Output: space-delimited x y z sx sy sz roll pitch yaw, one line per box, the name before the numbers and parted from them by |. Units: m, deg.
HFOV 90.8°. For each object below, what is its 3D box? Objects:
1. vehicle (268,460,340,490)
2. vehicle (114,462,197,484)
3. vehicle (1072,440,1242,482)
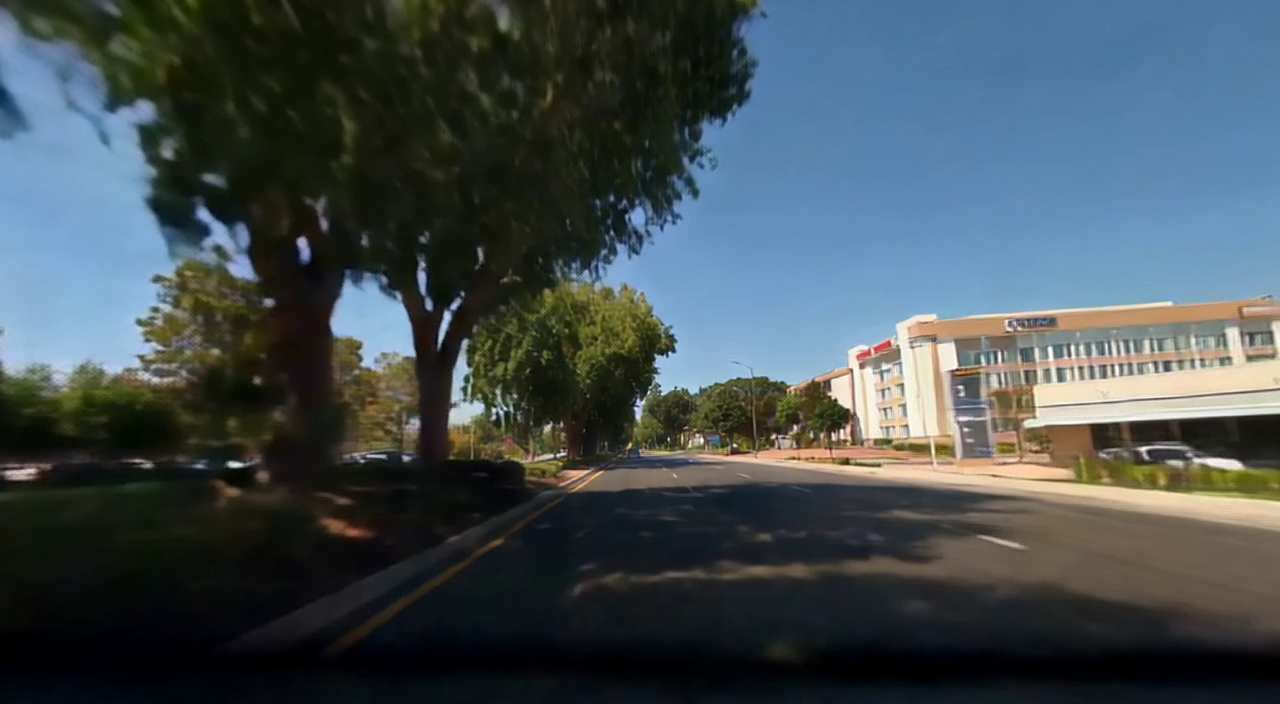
vehicle | -19.490 7.106 36.866 1.889 1.497 4.478 -3 -9 -2
vehicle | -36.094 9.018 47.147 4.385 1.485 2.092 0 -9 -1
vehicle | 20.291 4.289 24.994 4.762 1.550 2.089 -1 -9 3
